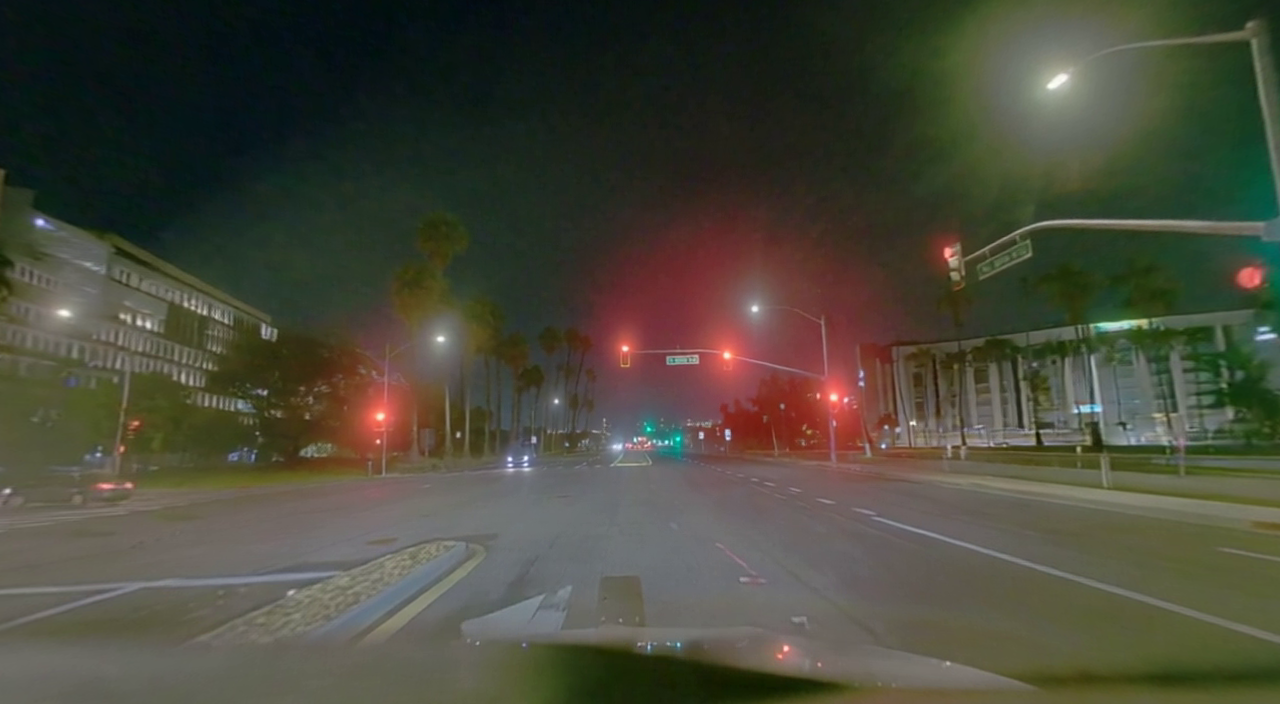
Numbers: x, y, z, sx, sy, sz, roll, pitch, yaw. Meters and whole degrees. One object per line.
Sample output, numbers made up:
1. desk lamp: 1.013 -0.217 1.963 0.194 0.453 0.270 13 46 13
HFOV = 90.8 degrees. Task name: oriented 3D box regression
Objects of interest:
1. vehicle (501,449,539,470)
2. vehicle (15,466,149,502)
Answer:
1. vehicle: -9.209 8.283 48.748 2.149 1.477 4.186 0 -9 0
2. vehicle: -25.146 5.933 28.555 4.386 1.481 2.037 -1 -9 8
